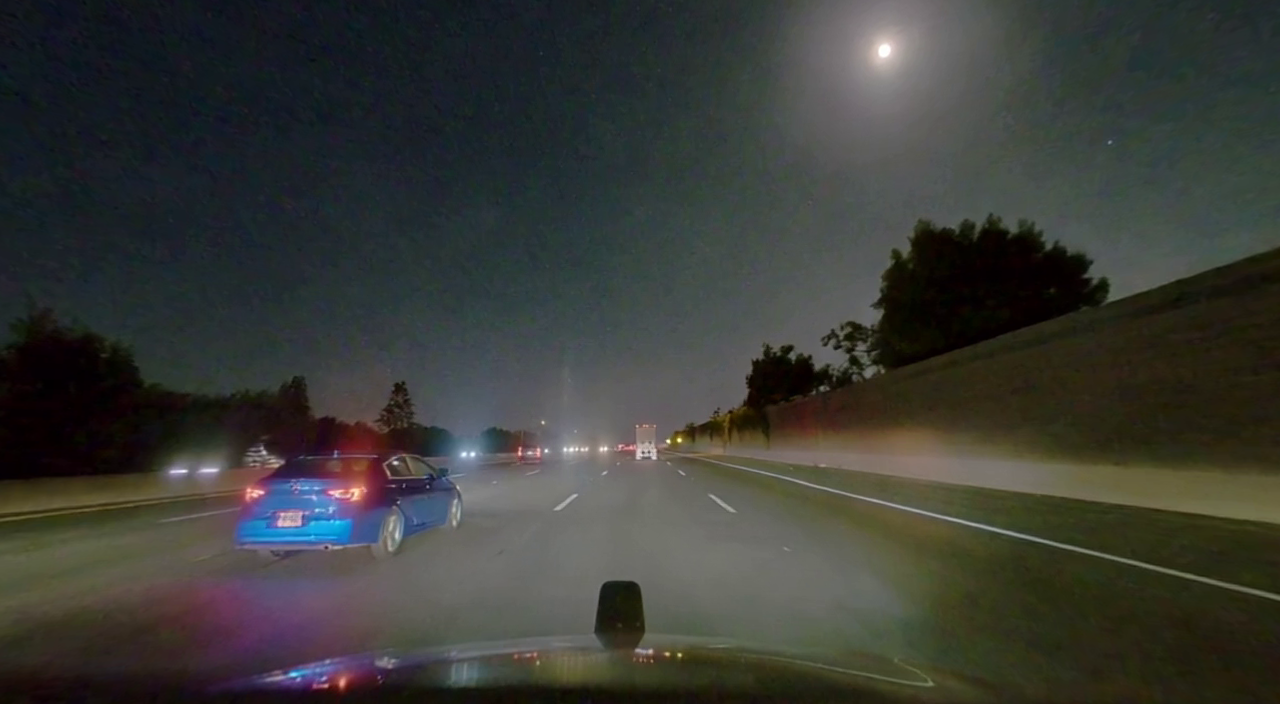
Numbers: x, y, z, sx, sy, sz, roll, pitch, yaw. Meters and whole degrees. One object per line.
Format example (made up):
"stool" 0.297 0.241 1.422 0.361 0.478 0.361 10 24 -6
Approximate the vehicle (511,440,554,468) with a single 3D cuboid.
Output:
"vehicle" -7.248 6.912 42.793 2.068 1.757 4.611 0 -9 0

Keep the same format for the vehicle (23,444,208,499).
"vehicle" -16.940 3.849 20.748 1.939 1.591 4.751 0 -9 1

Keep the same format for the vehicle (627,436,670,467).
"vehicle" 0.501 7.007 44.461 2.856 1.994 4.931 0 -9 -1

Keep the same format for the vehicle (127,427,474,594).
"vehicle" -3.707 1.791 8.040 2.000 1.512 4.371 0 -9 0
